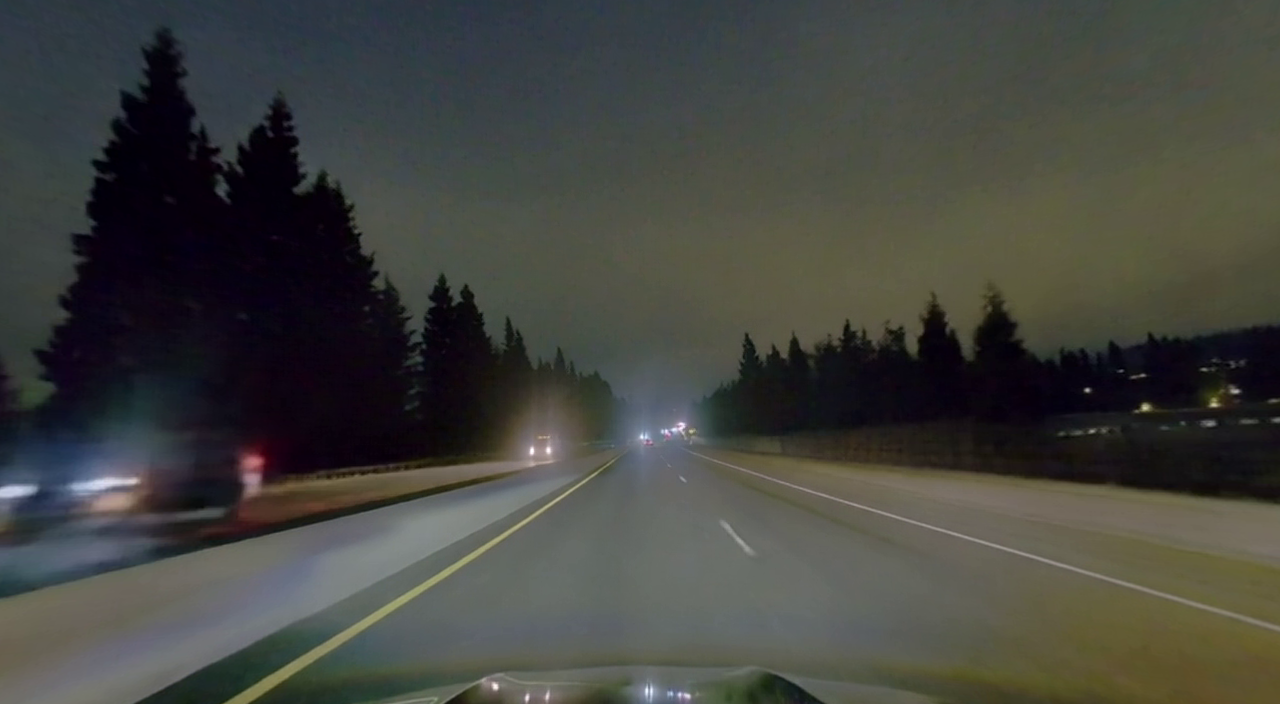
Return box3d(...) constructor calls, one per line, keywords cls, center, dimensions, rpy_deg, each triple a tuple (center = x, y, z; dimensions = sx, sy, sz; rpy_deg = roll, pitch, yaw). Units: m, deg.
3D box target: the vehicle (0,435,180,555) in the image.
box3d(cls="vehicle", center=(-9.042, 1.898, 8.589), dimensions=(2.040, 1.491, 4.606), rpy_deg=(0, -8, 1))
